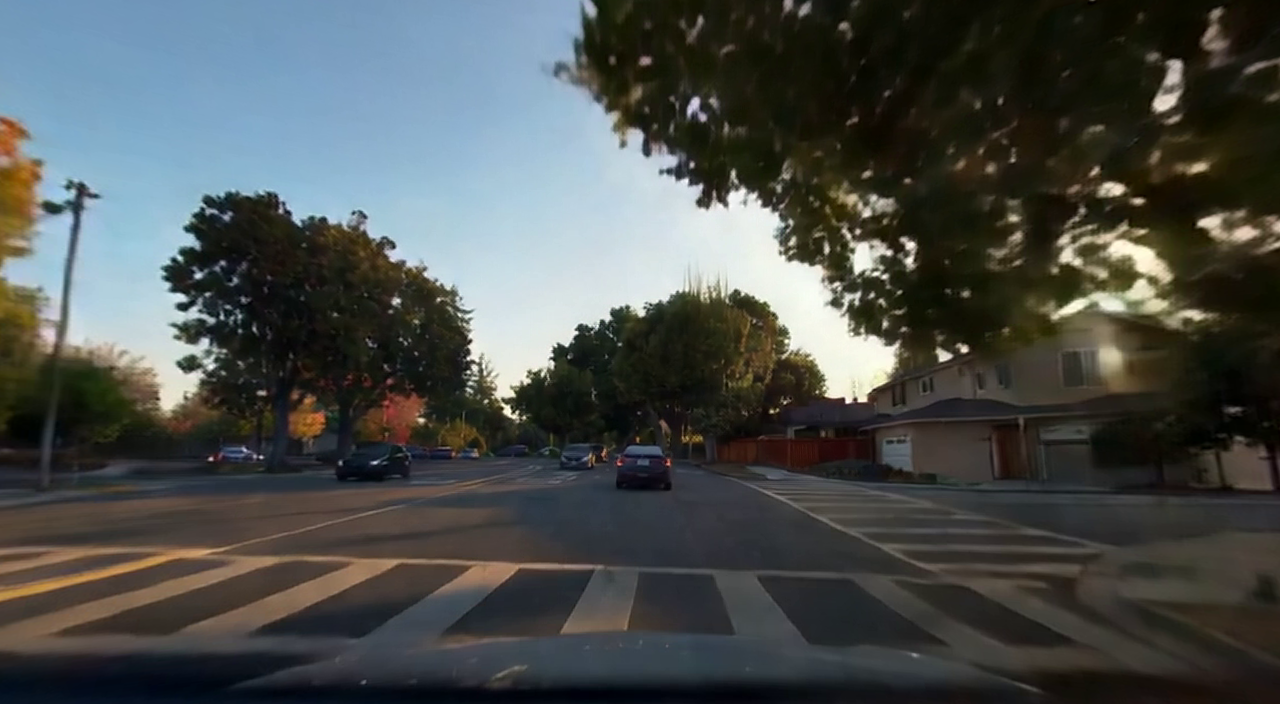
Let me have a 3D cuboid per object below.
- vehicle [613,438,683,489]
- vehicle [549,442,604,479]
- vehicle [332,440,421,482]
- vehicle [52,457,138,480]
[{"bbox_3d":[0.286,3.953,22.585,2.290,1.653,4.127,0,-9,1],"label":"vehicle"},{"bbox_3d":[-3.153,5.460,32.139,2.067,1.546,4.988,2,-7,2],"label":"vehicle"},{"bbox_3d":[-11.530,4.792,27.822,2.103,1.679,4.199,0,-8,-1],"label":"vehicle"},{"bbox_3d":[-41.234,8.790,47.594,4.724,1.597,2.191,8,-11,-41],"label":"vehicle"}]
